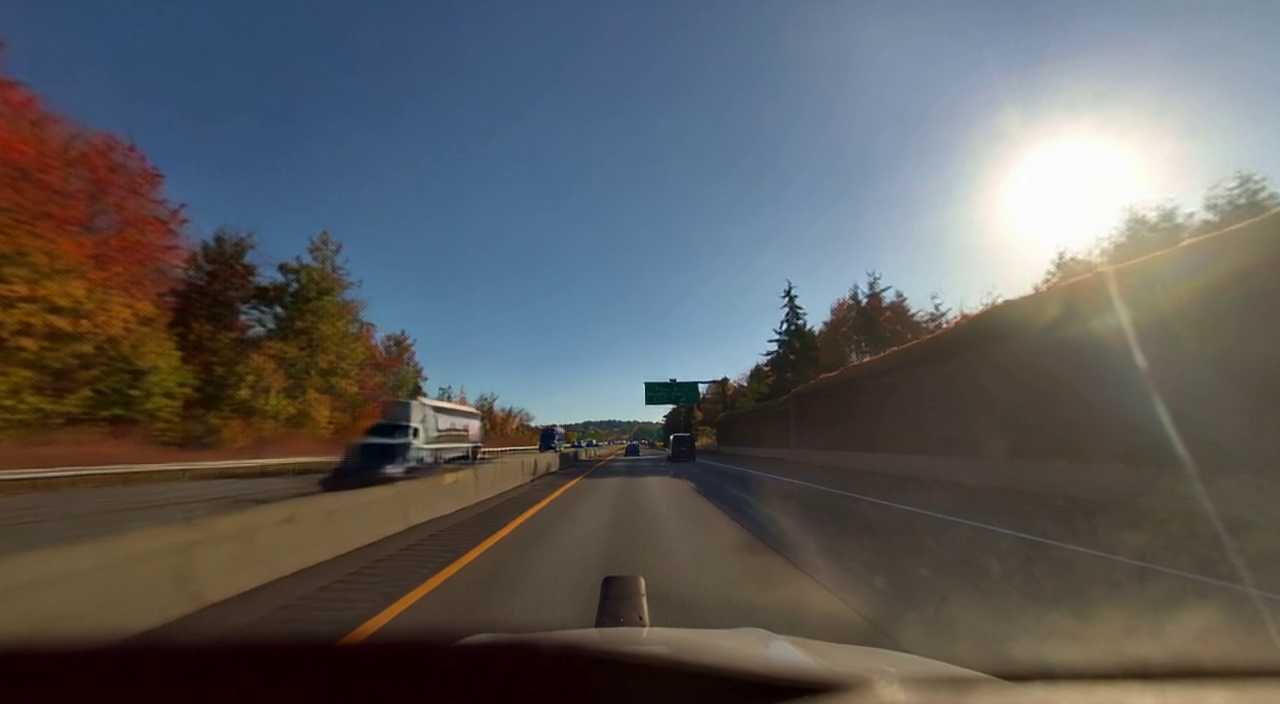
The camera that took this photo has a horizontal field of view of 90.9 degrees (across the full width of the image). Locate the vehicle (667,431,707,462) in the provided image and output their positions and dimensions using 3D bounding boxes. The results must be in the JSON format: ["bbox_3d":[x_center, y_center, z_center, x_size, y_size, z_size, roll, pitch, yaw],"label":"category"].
[{"bbox_3d":[3.276,6.719,45.034,2.393,2.072,4.958,0,-8,-1],"label":"vehicle"}]

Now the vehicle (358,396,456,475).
[{"bbox_3d":[-12.524,4.602,34.518,2.981,3.904,6.030,1,-8,0],"label":"vehicle"}]
